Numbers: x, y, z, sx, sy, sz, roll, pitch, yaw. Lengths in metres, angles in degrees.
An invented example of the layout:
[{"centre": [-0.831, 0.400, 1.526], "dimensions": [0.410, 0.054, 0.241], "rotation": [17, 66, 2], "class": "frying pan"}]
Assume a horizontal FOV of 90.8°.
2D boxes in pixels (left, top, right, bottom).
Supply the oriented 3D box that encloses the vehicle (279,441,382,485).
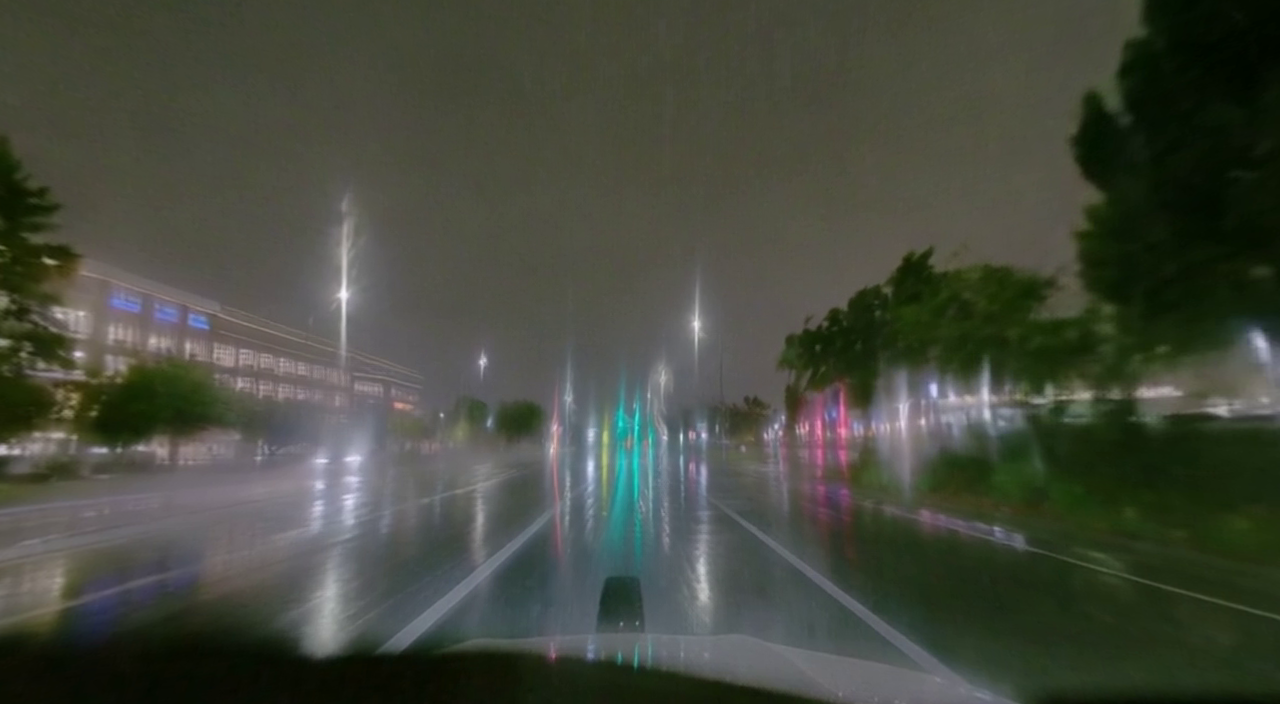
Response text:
[{"centre": [-13.779, 4.926, 28.548], "dimensions": [2.133, 1.770, 5.049], "rotation": [0, -8, 0], "class": "vehicle"}]
